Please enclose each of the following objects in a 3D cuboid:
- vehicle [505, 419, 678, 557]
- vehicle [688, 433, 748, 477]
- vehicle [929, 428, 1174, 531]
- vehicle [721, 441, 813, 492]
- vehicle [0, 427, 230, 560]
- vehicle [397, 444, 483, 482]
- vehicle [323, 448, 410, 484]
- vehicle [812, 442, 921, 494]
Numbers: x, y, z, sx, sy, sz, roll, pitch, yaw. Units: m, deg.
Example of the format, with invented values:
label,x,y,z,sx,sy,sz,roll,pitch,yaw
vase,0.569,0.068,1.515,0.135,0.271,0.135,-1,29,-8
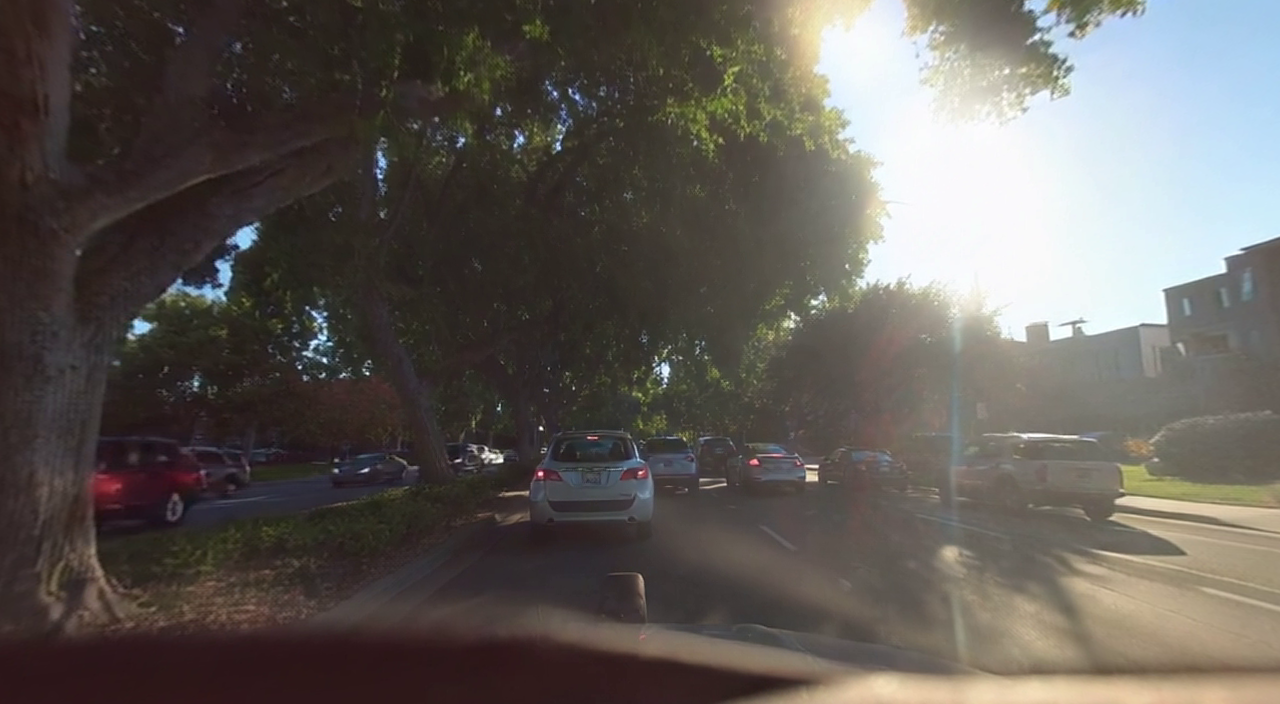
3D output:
label,x,y,z,sx,sy,sz,roll,pitch,yaw
vehicle,-0.728,1.934,9.639,2.106,1.655,3.717,1,-8,-5
vehicle,3.516,4.709,29.224,2.114,1.846,4.659,0,-8,-1
vehicle,7.866,2.449,12.757,2.168,1.709,4.289,0,-8,2
vehicle,3.993,3.675,20.757,2.175,1.477,4.520,0,-8,1
vehicle,-8.879,2.091,10.074,1.920,1.663,4.036,0,-8,0
vehicle,-8.284,4.617,26.640,2.039,1.466,4.553,0,-8,1
vehicle,-11.926,4.991,27.947,1.866,1.404,4.507,0,-8,0
vehicle,7.242,3.736,20.760,1.977,1.485,4.308,0,-8,0
